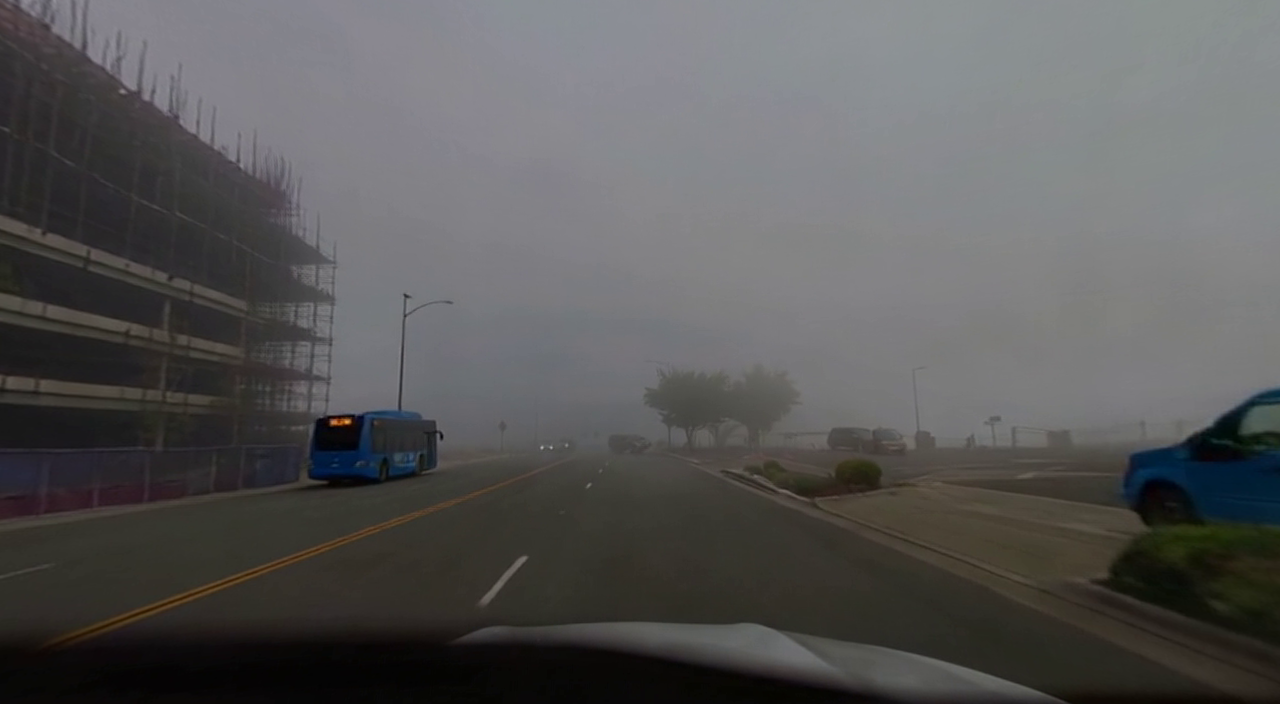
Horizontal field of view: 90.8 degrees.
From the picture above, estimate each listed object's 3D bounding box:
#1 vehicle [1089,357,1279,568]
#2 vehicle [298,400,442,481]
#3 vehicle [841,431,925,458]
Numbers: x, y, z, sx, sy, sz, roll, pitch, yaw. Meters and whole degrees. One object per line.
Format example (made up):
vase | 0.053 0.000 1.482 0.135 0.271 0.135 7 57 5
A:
vehicle | 7.033 0.919 5.161 2.267 1.911 5.816 0 -8 -2
vehicle | -10.416 3.536 25.207 2.979 2.803 5.962 0 -8 1
vehicle | 13.518 5.175 35.247 3.897 1.470 1.829 0 -9 -2
